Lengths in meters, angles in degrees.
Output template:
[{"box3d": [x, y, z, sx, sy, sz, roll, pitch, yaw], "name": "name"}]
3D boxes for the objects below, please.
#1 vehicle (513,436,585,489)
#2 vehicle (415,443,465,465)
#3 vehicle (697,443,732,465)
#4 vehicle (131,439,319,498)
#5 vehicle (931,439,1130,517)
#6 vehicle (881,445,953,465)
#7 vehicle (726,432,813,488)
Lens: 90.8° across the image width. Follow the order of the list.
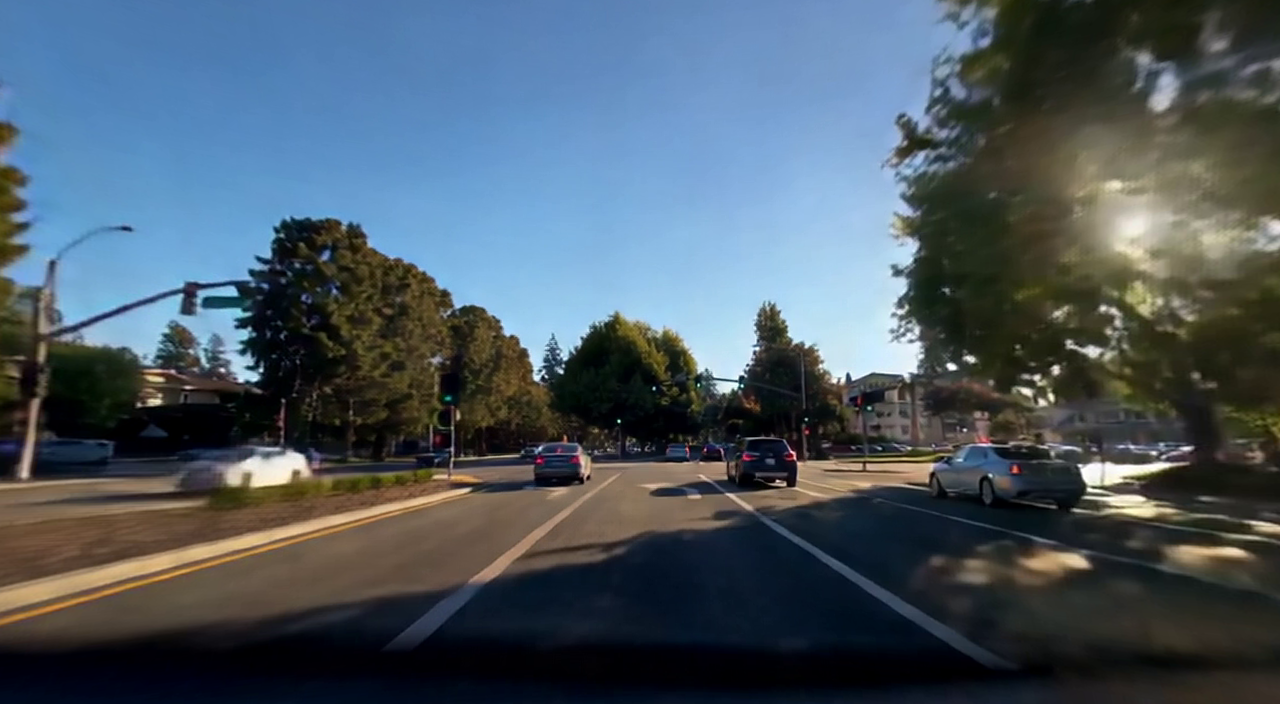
[{"box3d": [-3.332, 4.144, 24.103, 2.258, 1.812, 4.650, 0, -9, -2], "name": "vehicle"}, {"box3d": [-13.992, 7.148, 44.376, 1.794, 1.440, 4.351, -1, -9, 4], "name": "vehicle"}, {"box3d": [5.178, 7.140, 44.466, 2.064, 1.474, 4.389, 0, -9, 2], "name": "vehicle"}, {"box3d": [-11.681, 3.283, 18.284, 2.261, 1.477, 4.490, 0, -9, 2], "name": "vehicle"}, {"box3d": [8.550, 2.766, 14.365, 1.949, 1.492, 4.103, 0, -9, 1], "name": "vehicle"}, {"box3d": [21.225, 7.902, 48.485, 4.816, 1.443, 1.949, 3, -9, -16], "name": "vehicle"}, {"box3d": [4.537, 3.865, 22.900, 2.209, 1.813, 4.724, 0, -8, 1], "name": "vehicle"}]
